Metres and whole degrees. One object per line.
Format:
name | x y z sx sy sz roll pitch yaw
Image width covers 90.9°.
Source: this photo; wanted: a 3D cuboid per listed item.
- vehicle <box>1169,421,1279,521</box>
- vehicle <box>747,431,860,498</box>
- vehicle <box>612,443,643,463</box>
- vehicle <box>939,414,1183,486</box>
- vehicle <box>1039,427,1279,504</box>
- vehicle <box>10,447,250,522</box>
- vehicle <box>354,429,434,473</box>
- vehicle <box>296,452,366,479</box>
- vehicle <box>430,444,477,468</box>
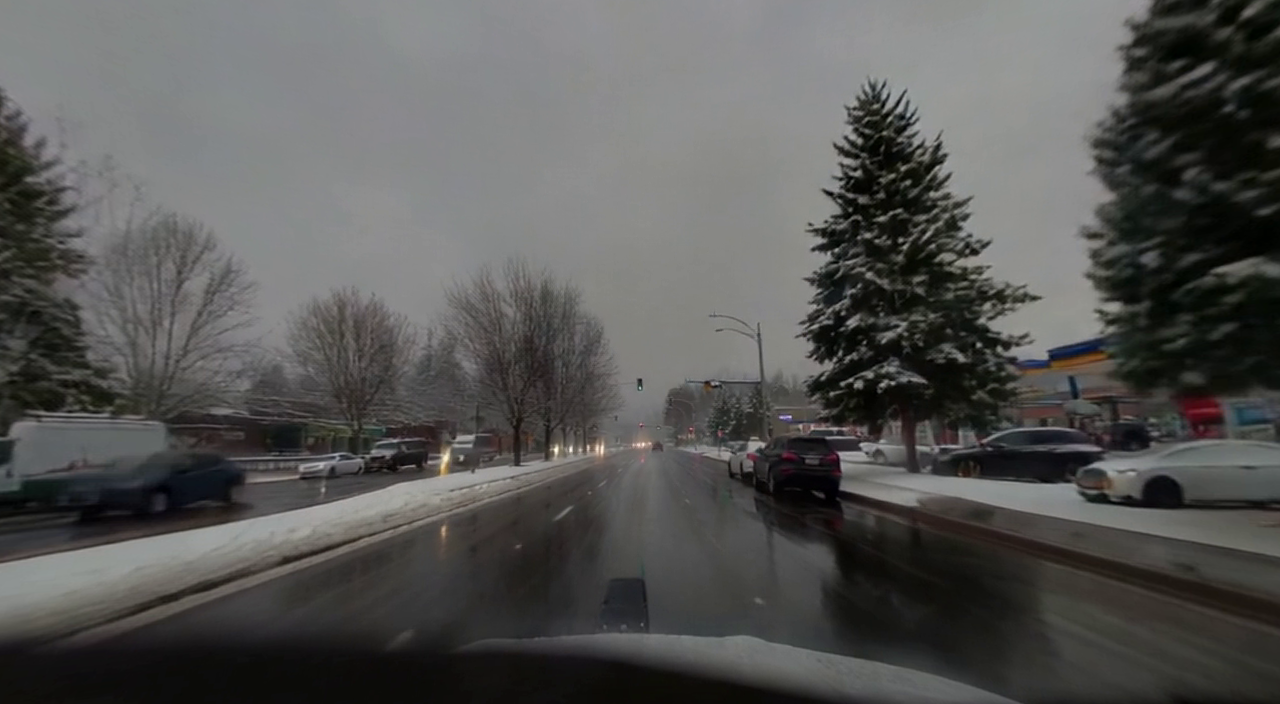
vehicle | 11.863 1.914 10.410 4.435 1.491 1.882 -1 -8 2
vehicle | 4.623 3.252 18.594 2.179 1.709 4.512 0 -9 1
vehicle | -0.904 7.561 47.175 1.959 1.406 4.272 -1 -9 3
vehicle | 11.981 2.834 18.323 5.404 1.914 2.159 -1 -9 4
vehicle | 11.116 2.322 13.090 4.328 1.455 1.884 -1 -9 1
vehicle | -11.200 2.895 14.349 1.801 1.407 4.270 -1 -9 2
vehicle | -18.051 7.322 46.859 2.837 2.953 7.214 -1 -9 2
vehicle | -18.348 6.720 37.692 1.817 1.460 4.524 0 -9 1
vehicle | -13.660 7.618 46.418 1.977 1.619 4.612 -1 -9 1
